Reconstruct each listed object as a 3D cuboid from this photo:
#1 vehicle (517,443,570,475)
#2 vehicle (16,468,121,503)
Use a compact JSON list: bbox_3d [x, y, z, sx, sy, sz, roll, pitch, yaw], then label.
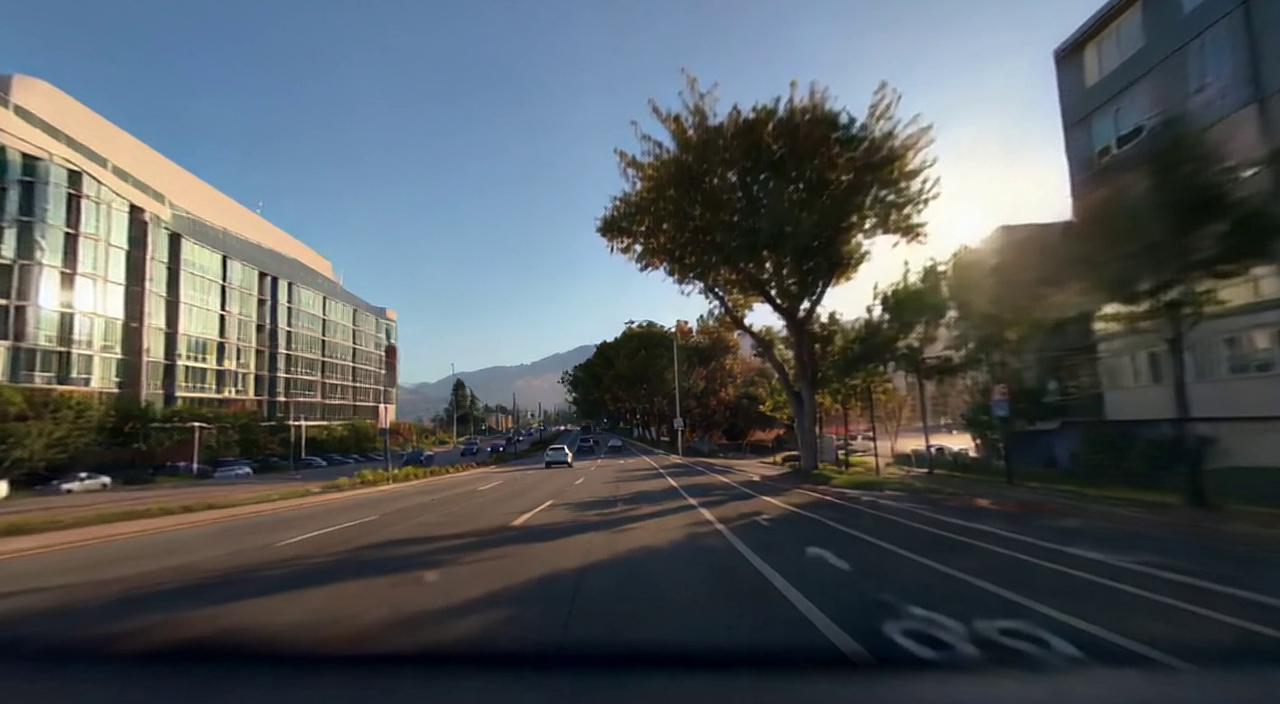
[{"bbox_3d":[-4.738,5.300,31.672,2.025,1.474,4.292,0,-8,-1],"label":"vehicle"},{"bbox_3d":[-33.627,7.815,37.382,1.912,1.755,4.644,0,-8,-1],"label":"vehicle"}]
